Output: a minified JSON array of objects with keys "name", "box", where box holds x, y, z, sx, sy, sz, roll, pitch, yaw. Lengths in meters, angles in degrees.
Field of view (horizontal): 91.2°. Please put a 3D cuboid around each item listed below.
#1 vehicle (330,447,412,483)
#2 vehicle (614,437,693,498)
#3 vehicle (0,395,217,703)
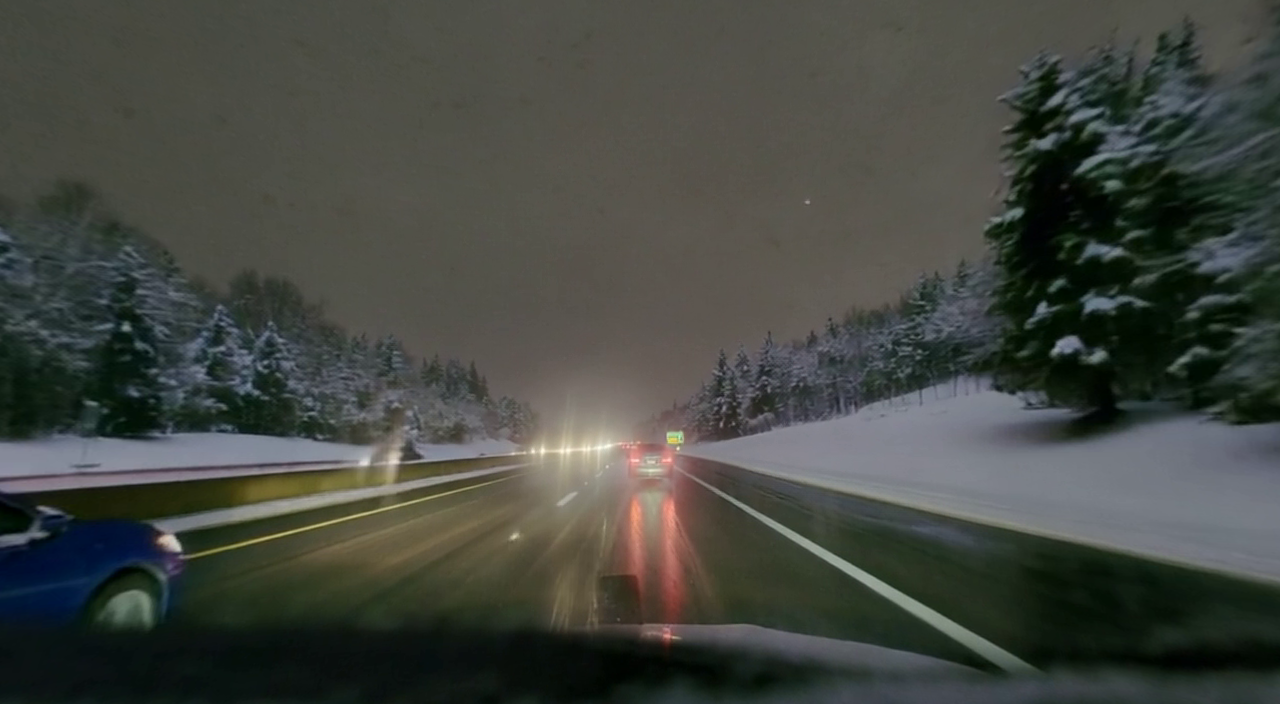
[{"name":"vehicle","box":[-12.917,5.428,30.428,1.982,1.590,4.564,0,-9,0]},{"name":"vehicle","box":[0.262,3.294,18.220,2.021,1.533,4.014,0,-9,-3]},{"name":"vehicle","box":[-3.697,0.837,1.718,2.083,1.548,4.251,0,-9,0]}]
